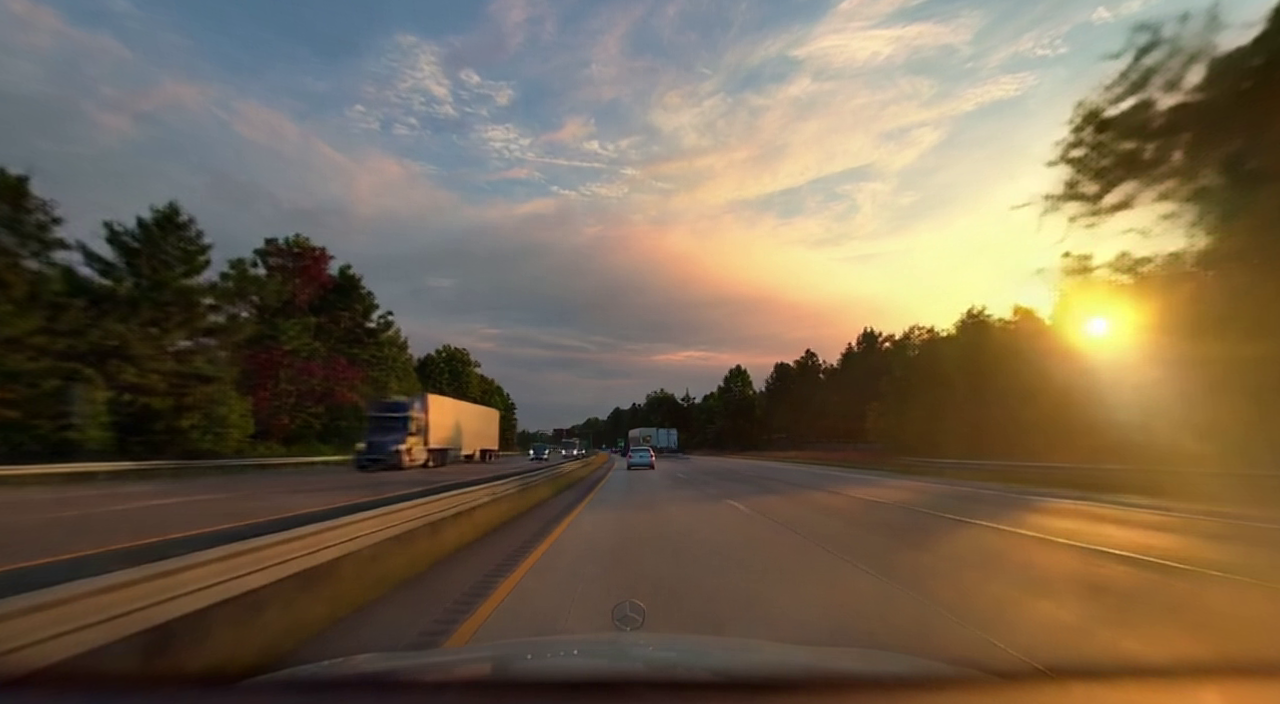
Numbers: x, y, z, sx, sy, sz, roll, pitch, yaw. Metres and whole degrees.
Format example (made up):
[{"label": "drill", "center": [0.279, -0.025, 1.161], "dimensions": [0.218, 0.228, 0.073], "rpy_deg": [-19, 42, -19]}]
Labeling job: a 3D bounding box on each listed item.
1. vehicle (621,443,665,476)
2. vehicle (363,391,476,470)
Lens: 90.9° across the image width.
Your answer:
[{"label": "vehicle", "center": [0.100, 5.333, 31.445], "dimensions": [2.069, 1.523, 4.012], "rpy_deg": [0, -8, -1]}, {"label": "vehicle", "center": [-12.617, 4.757, 37.420], "dimensions": [3.015, 4.010, 10.258], "rpy_deg": [0, -9, 0]}]
